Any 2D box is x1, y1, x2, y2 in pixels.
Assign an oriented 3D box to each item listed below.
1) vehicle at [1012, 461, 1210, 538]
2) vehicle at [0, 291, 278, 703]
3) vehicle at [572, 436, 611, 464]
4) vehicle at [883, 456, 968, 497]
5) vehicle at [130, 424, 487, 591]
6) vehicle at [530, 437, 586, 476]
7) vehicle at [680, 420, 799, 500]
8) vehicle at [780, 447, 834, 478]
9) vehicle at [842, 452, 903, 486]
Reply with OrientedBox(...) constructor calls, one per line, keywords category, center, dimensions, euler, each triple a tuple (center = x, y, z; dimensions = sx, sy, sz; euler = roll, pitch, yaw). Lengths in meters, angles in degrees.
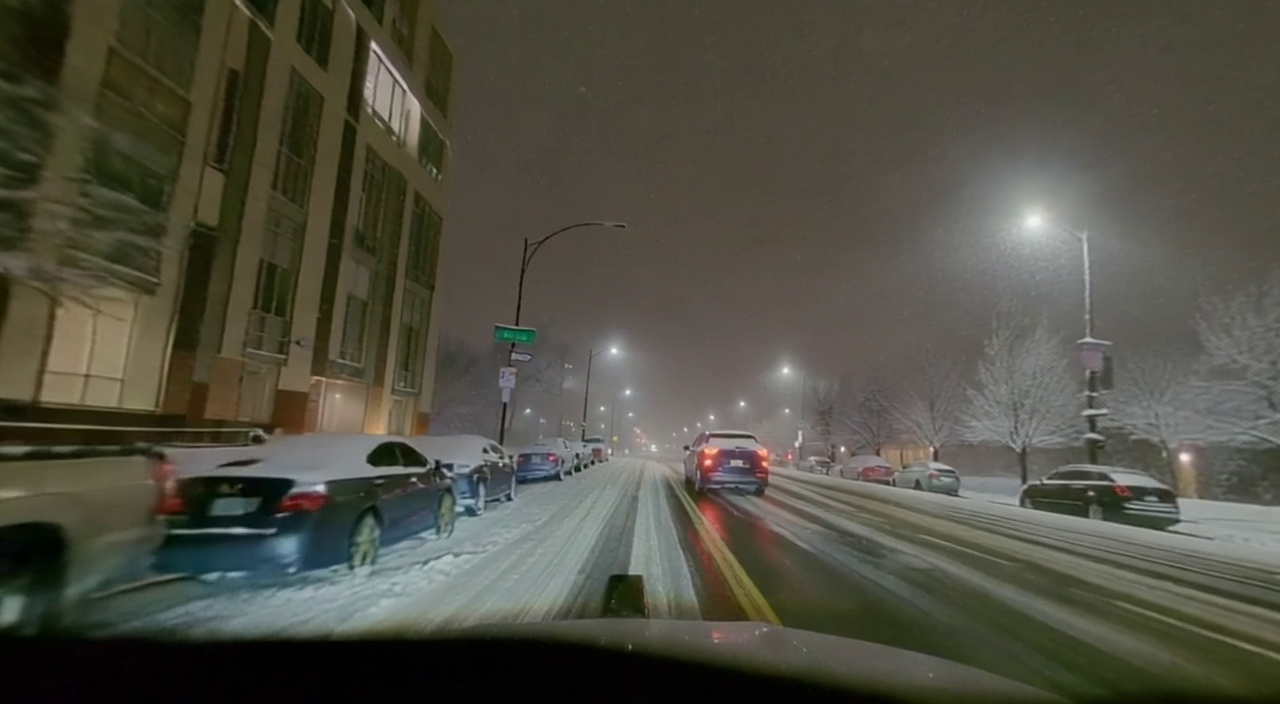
OrientedBox(category="vehicle", center=(13.362, 4.155, 18.344), dimensions=(2.189, 1.753, 4.376), euler=(4, -9, -4))
OrientedBox(category="vehicle", center=(-3.645, 0.550, 1.525), dimensions=(2.171, 1.816, 5.274), euler=(-1, -8, 3))
OrientedBox(category="vehicle", center=(-2.992, 6.142, 39.641), dimensions=(1.933, 1.652, 4.508), euler=(0, -8, 2))
OrientedBox(category="vehicle", center=(13.355, 5.808, 29.780), dimensions=(1.866, 1.554, 4.393), euler=(2, -8, -2))
OrientedBox(category="vehicle", center=(-3.487, 1.682, 7.834), dimensions=(1.989, 1.467, 4.350), euler=(0, -8, 1))
OrientedBox(category="vehicle", center=(-3.404, 4.390, 26.851), dimensions=(1.842, 1.497, 4.238), euler=(0, -8, -1))
OrientedBox(category="vehicle", center=(2.569, 2.999, 18.127), dimensions=(2.411, 1.899, 5.993), euler=(0, -8, 0))
OrientedBox(category="vehicle", center=(9.916, 6.568, 37.812), dimensions=(2.022, 1.512, 4.120), euler=(5, -8, 0))
OrientedBox(category="vehicle", center=(13.543, 6.797, 36.990), dimensions=(2.036, 1.704, 4.401), euler=(3, -8, 1))
